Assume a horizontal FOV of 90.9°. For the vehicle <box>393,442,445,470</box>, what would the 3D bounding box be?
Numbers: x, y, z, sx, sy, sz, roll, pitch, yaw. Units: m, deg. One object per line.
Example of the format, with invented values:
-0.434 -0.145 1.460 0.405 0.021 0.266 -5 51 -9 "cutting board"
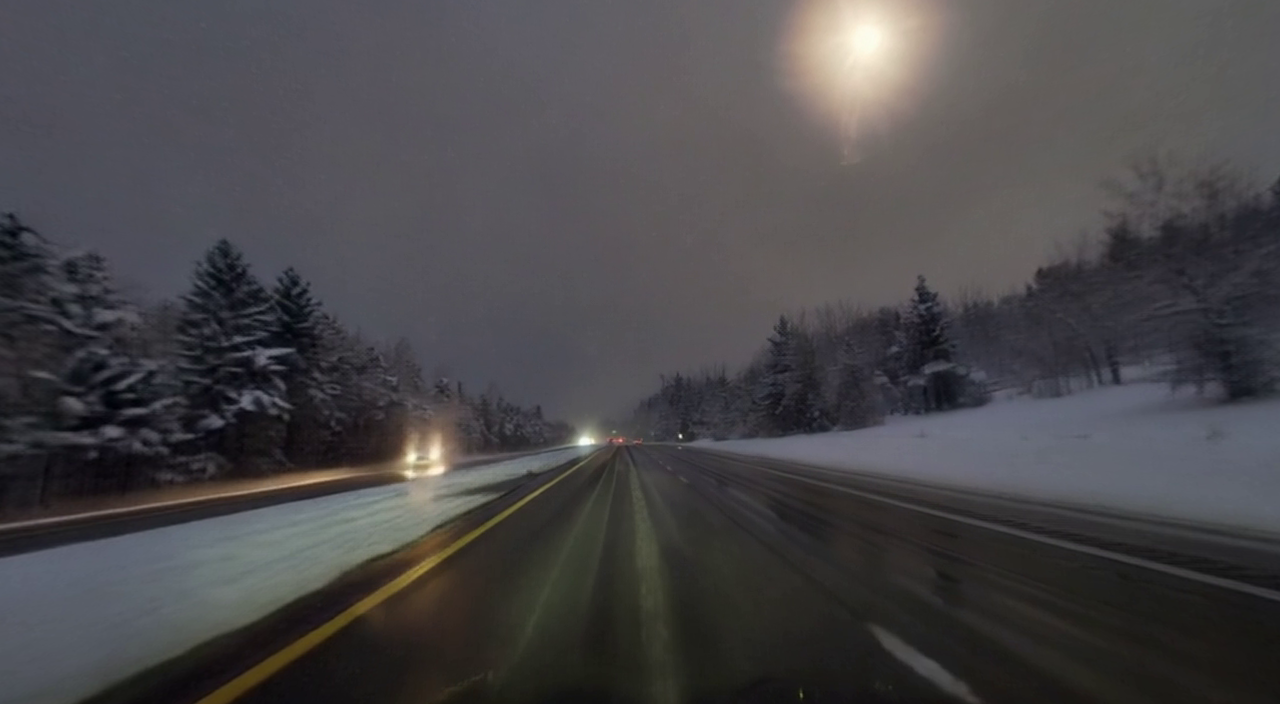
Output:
-13.140 6.207 37.727 1.818 1.495 3.894 -2 -8 -1 "vehicle"
